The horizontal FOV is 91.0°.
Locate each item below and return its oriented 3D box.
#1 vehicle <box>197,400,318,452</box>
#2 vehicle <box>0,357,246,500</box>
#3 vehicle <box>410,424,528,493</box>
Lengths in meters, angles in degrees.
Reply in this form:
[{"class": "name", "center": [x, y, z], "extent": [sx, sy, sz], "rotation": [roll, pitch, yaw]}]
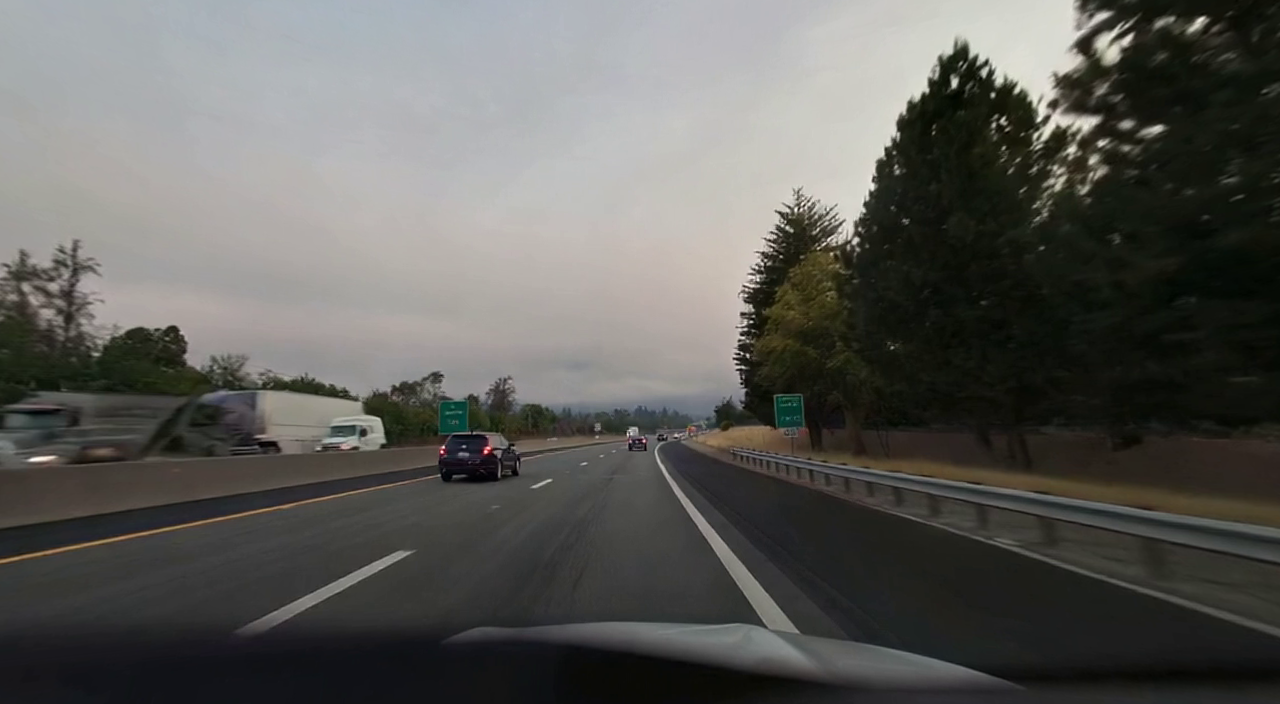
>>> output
[{"class": "vehicle", "center": [-17.463, 3.502, 29.147], "extent": [2.190, 2.143, 5.329], "rotation": [-1, -8, 1]}, {"class": "vehicle", "center": [-17.579, 2.588, 20.322], "extent": [3.008, 3.569, 10.281], "rotation": [-1, -8, 0]}, {"class": "vehicle", "center": [-4.559, 2.898, 17.520], "extent": [2.075, 1.653, 4.317], "rotation": [0, -8, 0]}]
